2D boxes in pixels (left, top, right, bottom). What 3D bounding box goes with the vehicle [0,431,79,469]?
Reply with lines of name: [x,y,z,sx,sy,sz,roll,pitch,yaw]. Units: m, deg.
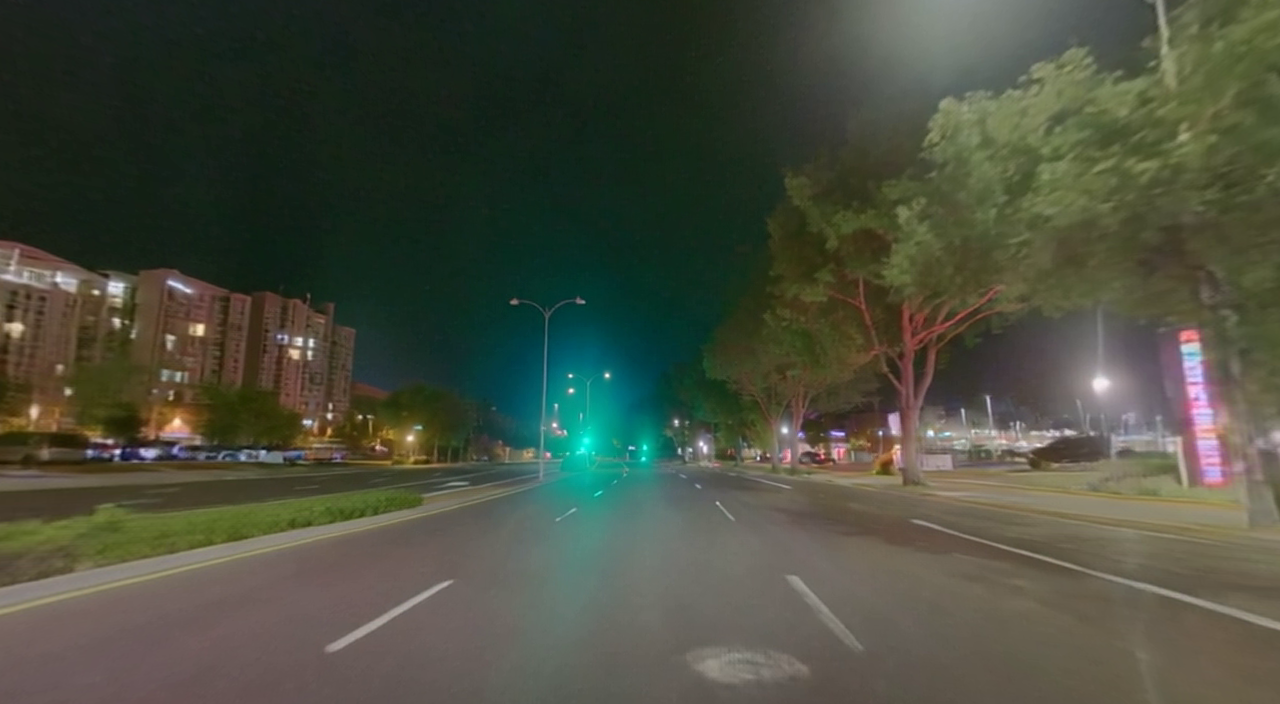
vehicle: [-33.332,5.223,33.622,4.579,1.962,2.161,2,-9,-17]
